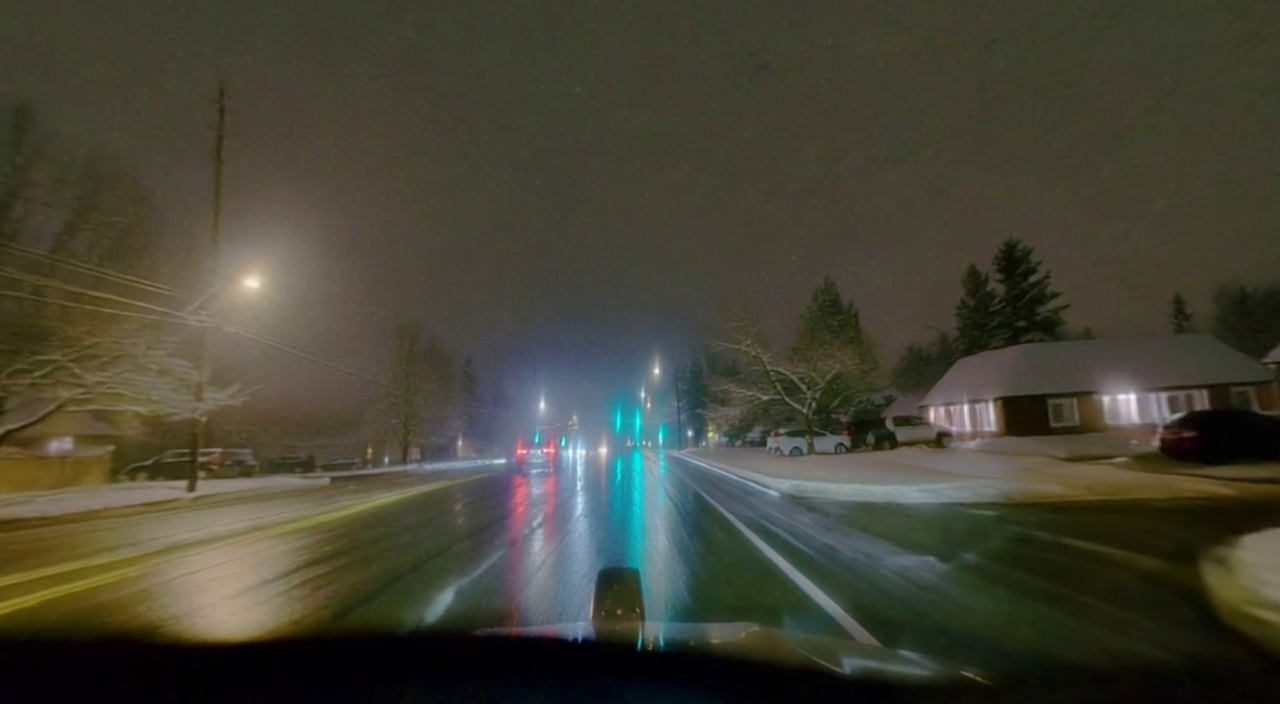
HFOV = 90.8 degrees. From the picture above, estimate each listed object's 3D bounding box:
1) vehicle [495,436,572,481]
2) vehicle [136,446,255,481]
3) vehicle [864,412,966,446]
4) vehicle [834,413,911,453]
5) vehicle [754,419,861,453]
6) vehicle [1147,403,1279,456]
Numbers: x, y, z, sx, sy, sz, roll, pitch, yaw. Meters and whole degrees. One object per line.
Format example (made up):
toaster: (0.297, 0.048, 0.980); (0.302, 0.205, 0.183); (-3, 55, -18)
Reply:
vehicle: (-3.750, 3.845, 23.044); (2.030, 1.467, 4.251); (0, -8, 0)
vehicle: (-24.273, 6.089, 34.651); (4.922, 1.766, 1.998); (0, -8, -4)
vehicle: (15.739, 4.445, 36.365); (4.858, 1.831, 2.101); (1, -9, -2)
vehicle: (10.747, 3.835, 29.610); (1.908, 1.703, 4.511); (1, -9, 1)
vehicle: (10.479, 5.324, 39.996); (6.098, 2.021, 2.524); (0, -8, 1)
vehicle: (20.030, 2.512, 20.932); (4.605, 1.480, 1.994); (-3, -7, 1)
